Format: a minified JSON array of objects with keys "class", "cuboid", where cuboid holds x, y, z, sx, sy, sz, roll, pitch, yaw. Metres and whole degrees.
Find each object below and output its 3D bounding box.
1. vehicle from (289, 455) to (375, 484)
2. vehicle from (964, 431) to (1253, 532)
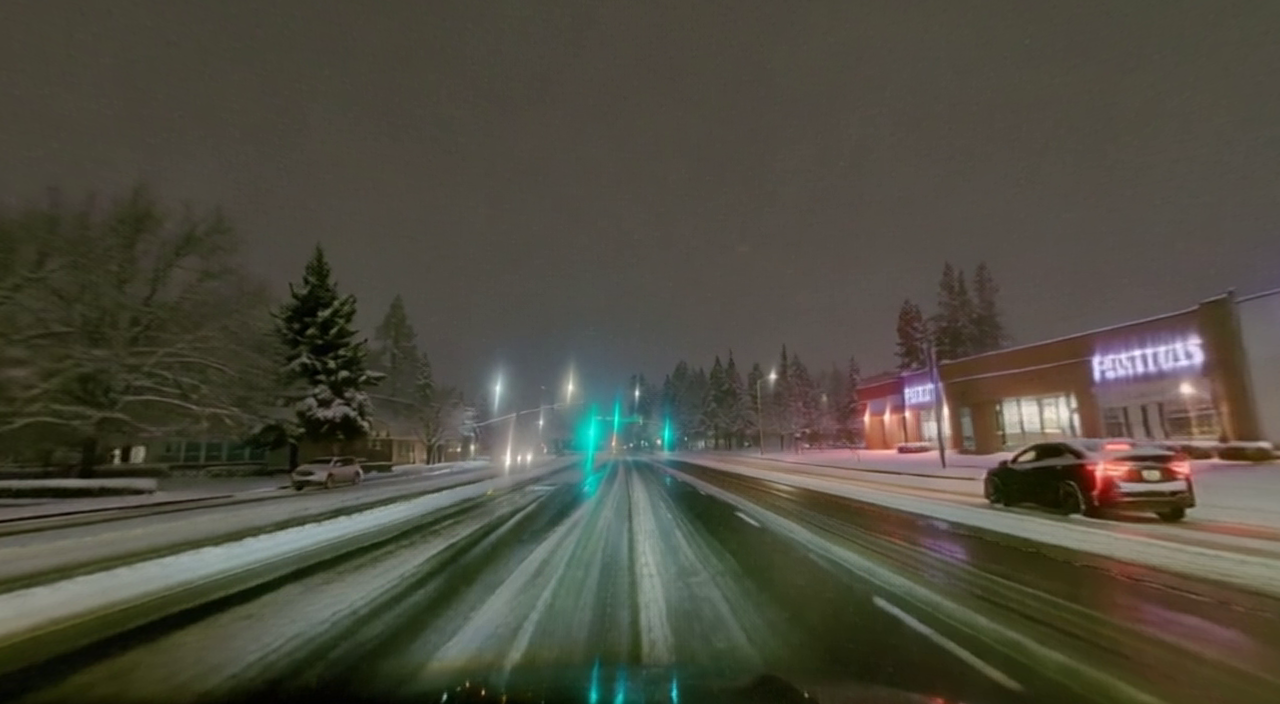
[{"class":"vehicle","cuboid":[-17.473,6.622,35.816,4.523,1.494,1.857,-4,-9,25]},{"class":"vehicle","cuboid":[8.023,2.231,11.501,1.936,1.460,4.258,0,-8,-1]}]
